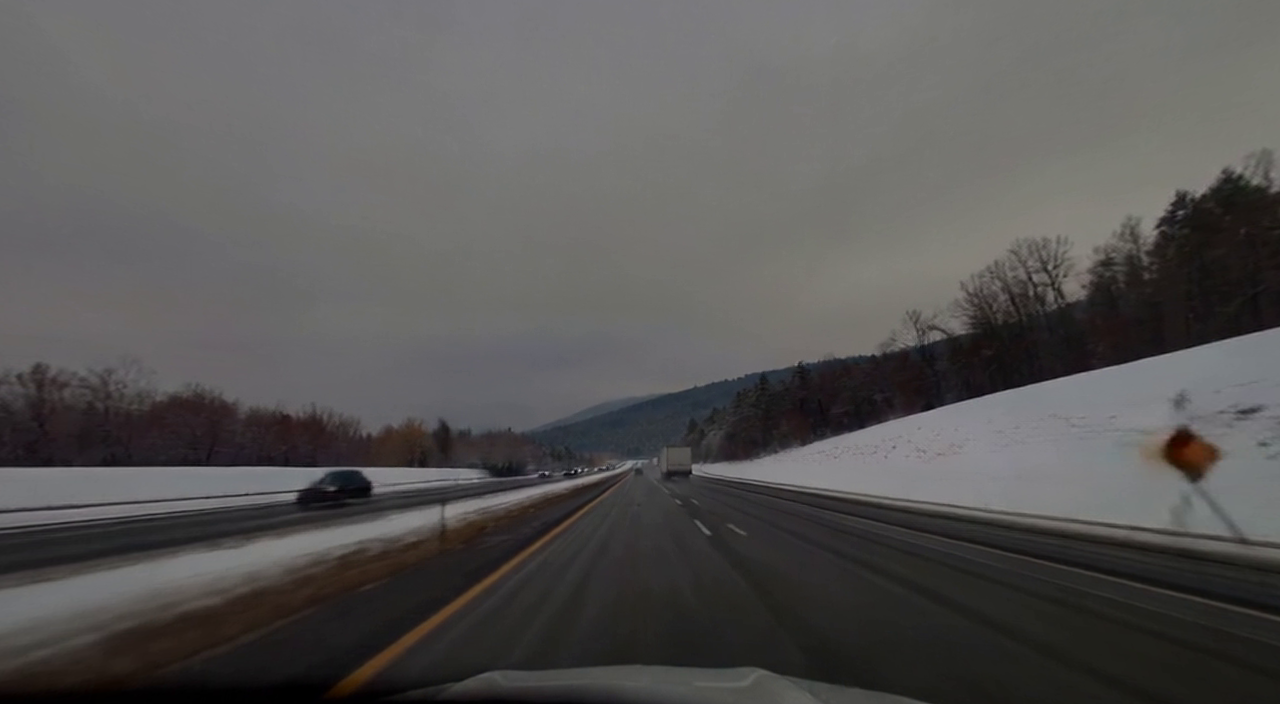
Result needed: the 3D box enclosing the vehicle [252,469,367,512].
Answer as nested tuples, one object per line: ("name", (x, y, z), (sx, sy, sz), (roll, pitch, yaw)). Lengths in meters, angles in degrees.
("vehicle", (-12.752, 5.352, 24.645), (1.884, 1.497, 4.704), (0, -10, 1))
